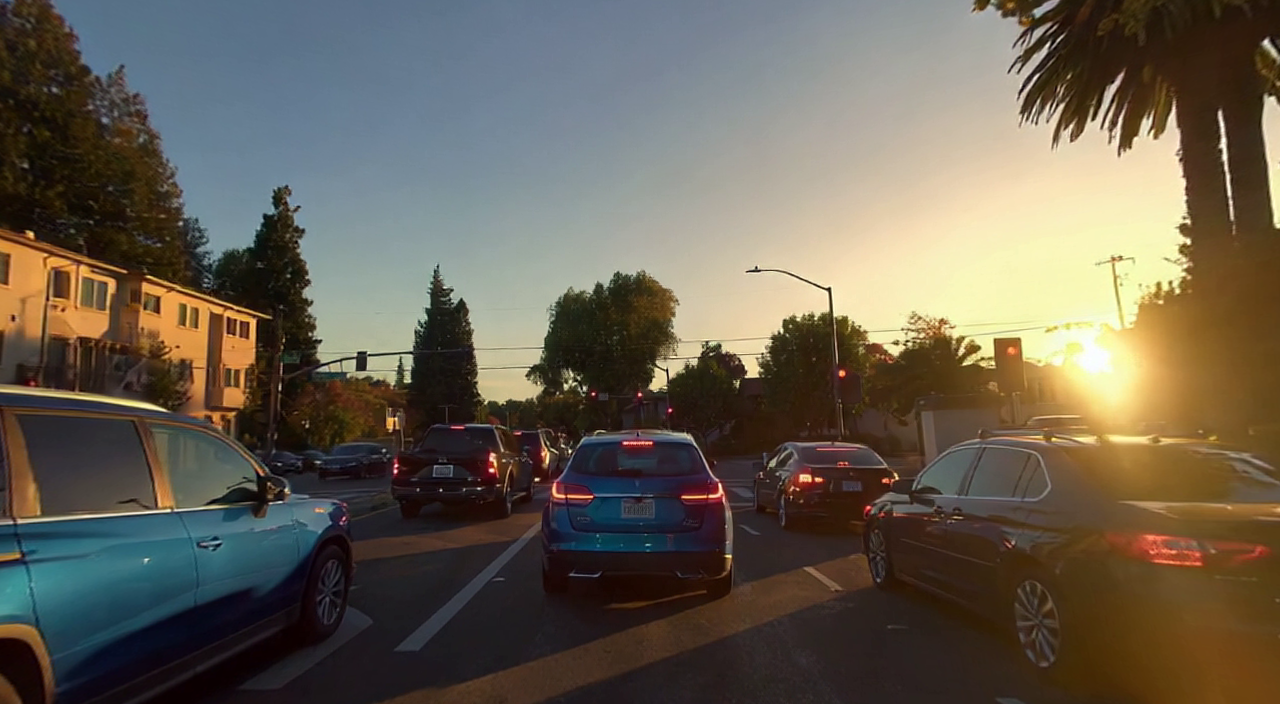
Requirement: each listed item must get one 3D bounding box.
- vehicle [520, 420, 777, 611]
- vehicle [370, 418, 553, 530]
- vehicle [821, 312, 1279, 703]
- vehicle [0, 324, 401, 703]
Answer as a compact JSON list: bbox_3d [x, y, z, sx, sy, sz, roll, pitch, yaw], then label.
[{"bbox_3d":[0.029,1.586,7.023,2.021,1.490,3.948,0,-8,-1],"label":"vehicle"},{"bbox_3d":[-3.183,2.299,12.449,2.117,1.772,4.619,0,-8,2],"label":"vehicle"},{"bbox_3d":[3.216,1.098,4.724,2.141,1.833,4.704,0,-8,-2],"label":"vehicle"},{"bbox_3d":[-3.125,0.953,3.302,1.982,1.721,4.261,0,-8,1],"label":"vehicle"}]
